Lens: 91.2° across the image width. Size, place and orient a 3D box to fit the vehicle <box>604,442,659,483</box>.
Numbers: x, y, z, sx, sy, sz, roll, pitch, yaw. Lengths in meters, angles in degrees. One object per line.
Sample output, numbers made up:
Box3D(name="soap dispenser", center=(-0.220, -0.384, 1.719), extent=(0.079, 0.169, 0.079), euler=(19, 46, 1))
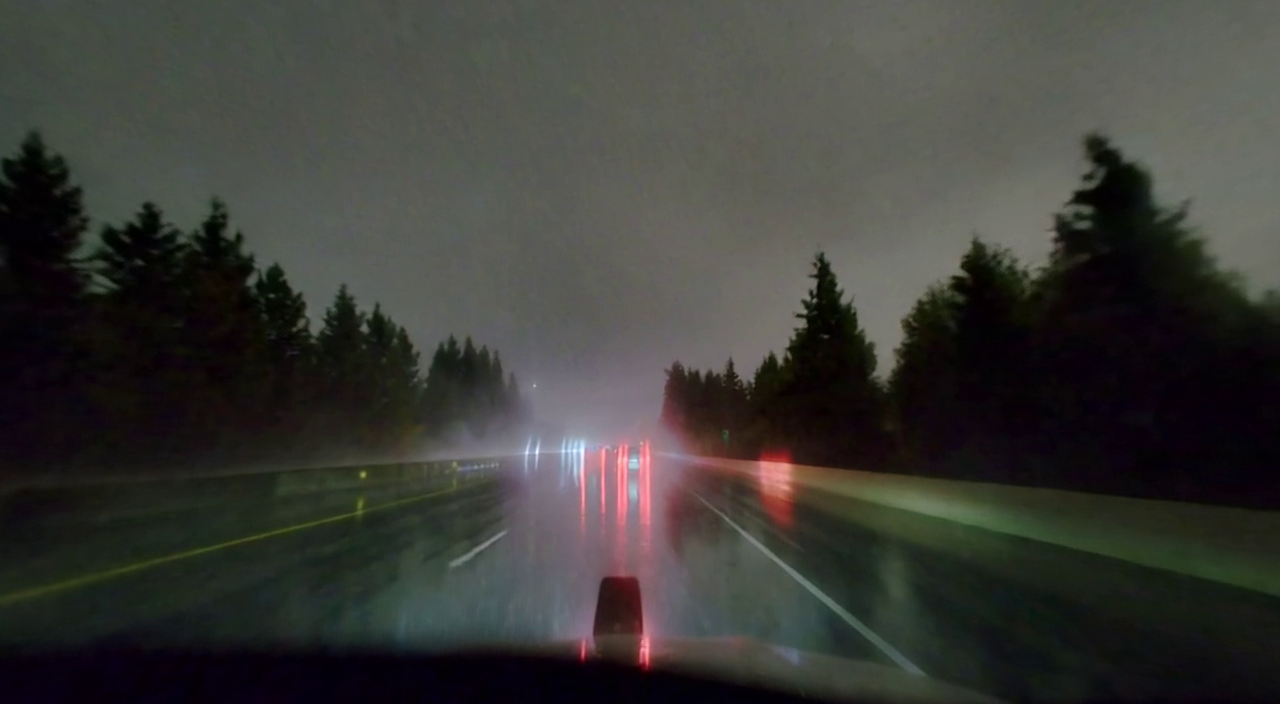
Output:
Box3D(name="vehicle", center=(-0.356, 4.432, 25.311), extent=(2.066, 1.490, 3.759), euler=(-1, -9, -1))

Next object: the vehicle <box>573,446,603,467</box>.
Box3D(name="vehicle", center=(-3.906, 7.910, 47.634), extent=(1.994, 1.470, 3.752), euler=(-1, -9, -1))
